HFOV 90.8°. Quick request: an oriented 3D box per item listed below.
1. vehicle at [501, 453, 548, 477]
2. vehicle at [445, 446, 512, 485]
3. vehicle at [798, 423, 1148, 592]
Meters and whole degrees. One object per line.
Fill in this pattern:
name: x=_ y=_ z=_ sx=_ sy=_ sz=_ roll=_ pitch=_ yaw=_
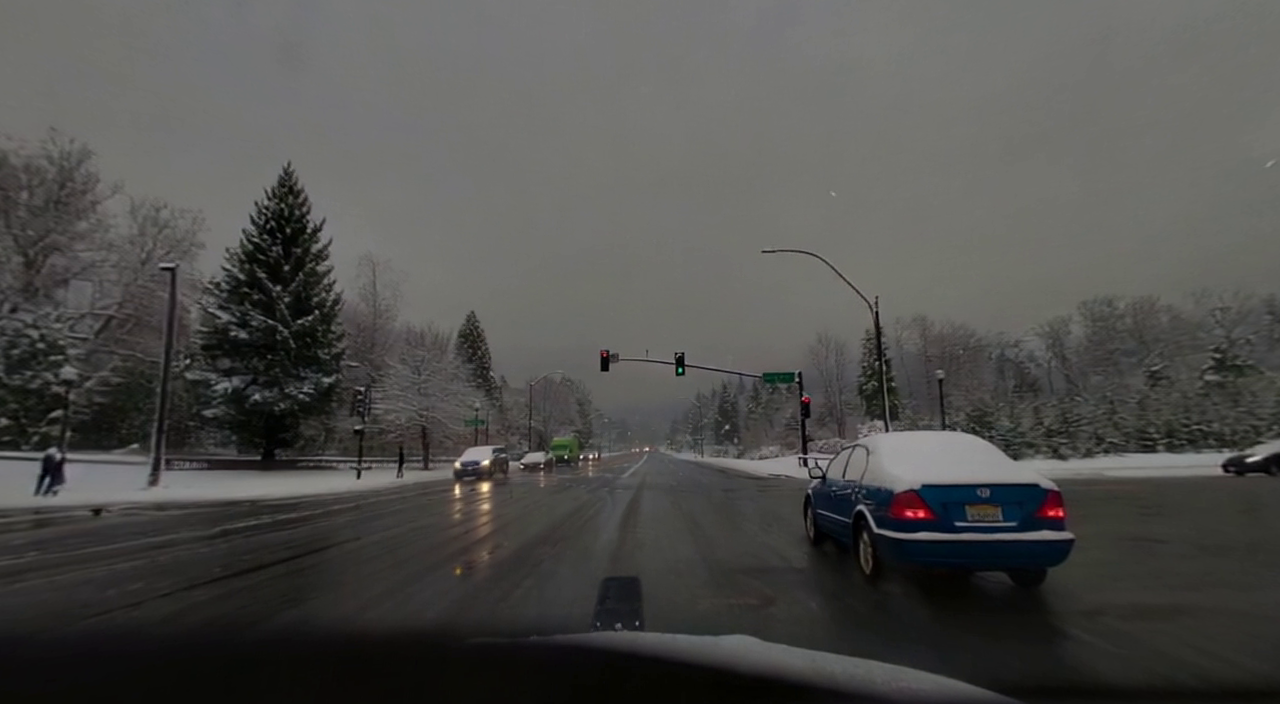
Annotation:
vehicle: x=-7.751 y=7.615 z=42.793 sx=1.906 sy=1.468 sz=4.686 roll=-1 pitch=-9 yaw=6
vehicle: x=-8.331 y=5.865 z=33.072 sx=2.130 sy=1.874 sz=4.691 roll=-1 pitch=-9 yaw=2
vehicle: x=3.759 y=1.840 z=8.438 sx=2.129 sy=1.581 sz=4.780 roll=0 pitch=-9 yaw=1
